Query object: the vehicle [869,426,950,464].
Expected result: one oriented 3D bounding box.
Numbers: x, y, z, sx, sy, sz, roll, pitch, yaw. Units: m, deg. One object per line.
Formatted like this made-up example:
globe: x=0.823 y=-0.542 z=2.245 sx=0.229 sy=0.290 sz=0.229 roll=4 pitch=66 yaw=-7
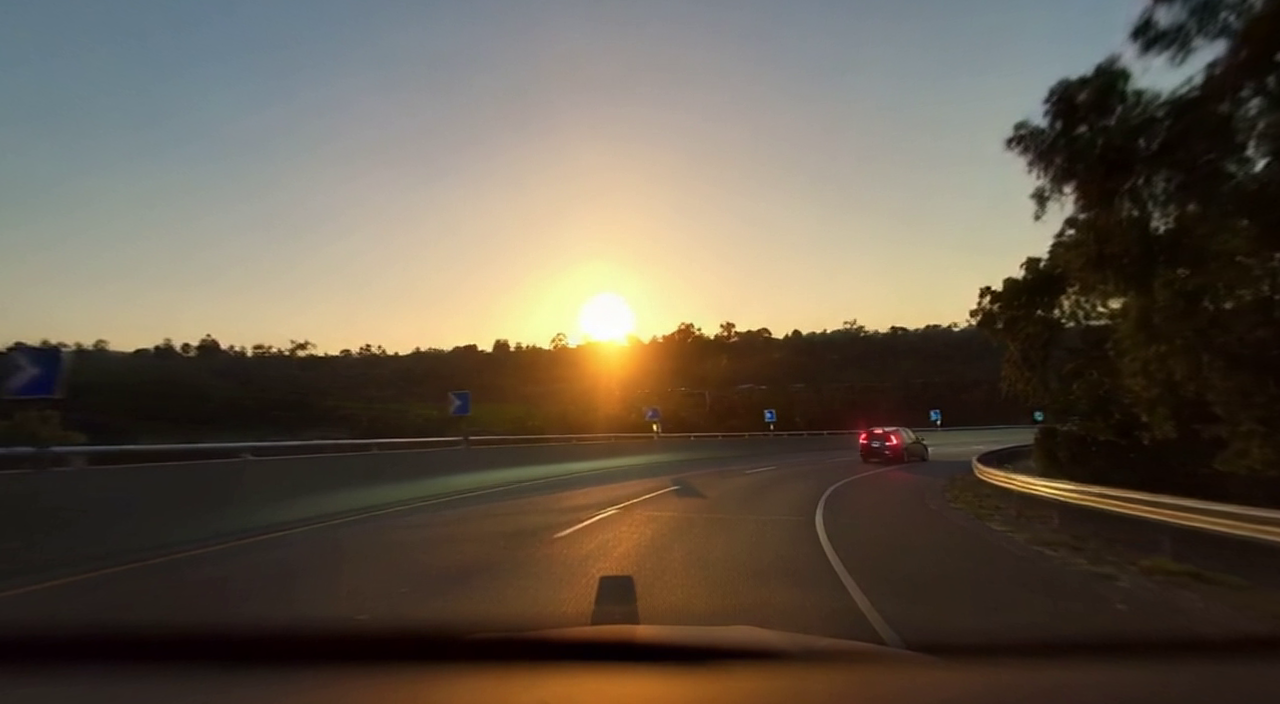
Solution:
vehicle: x=11.835 y=4.030 z=27.521 sx=2.028 sy=1.440 sz=3.970 roll=-4 pitch=-8 yaw=42
